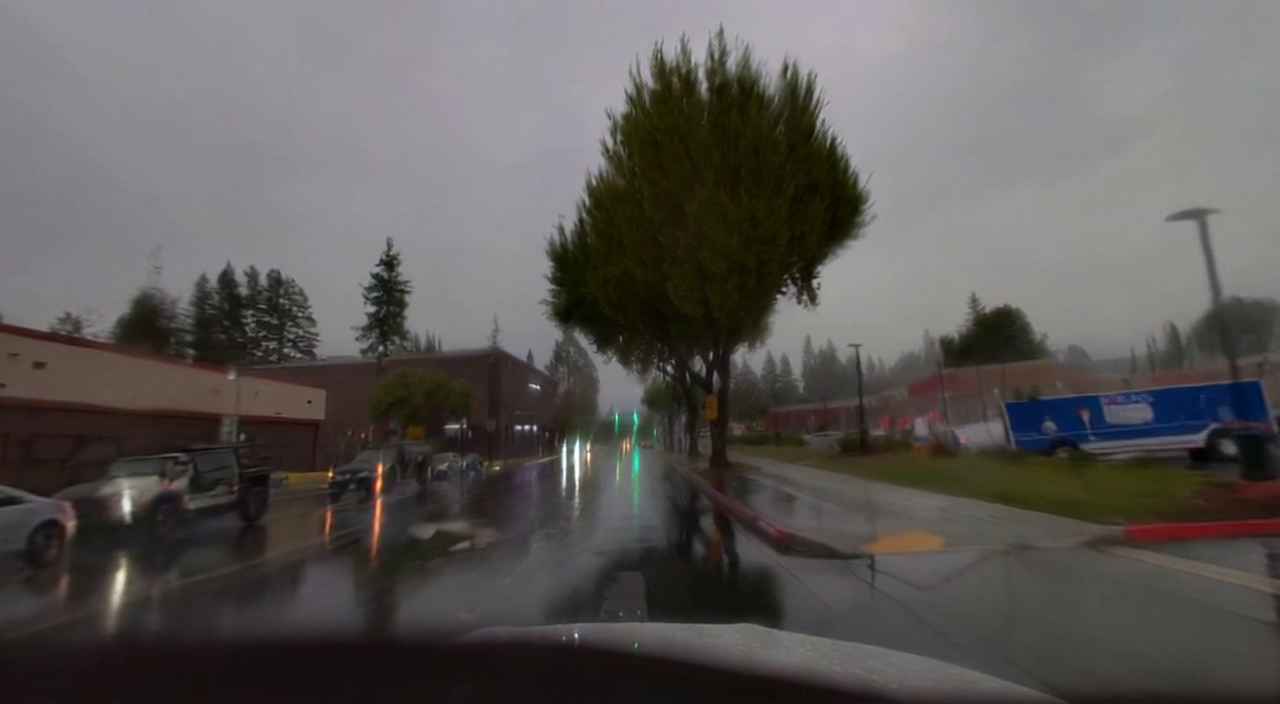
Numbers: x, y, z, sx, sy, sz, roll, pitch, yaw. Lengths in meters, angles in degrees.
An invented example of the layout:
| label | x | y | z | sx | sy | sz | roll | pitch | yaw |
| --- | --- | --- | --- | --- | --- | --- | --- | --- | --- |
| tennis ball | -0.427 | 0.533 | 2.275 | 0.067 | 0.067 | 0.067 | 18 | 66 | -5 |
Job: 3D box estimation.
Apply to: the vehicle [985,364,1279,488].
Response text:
| label | x | y | z | sx | sy | sz | roll | pitch | yaw |
| --- | --- | --- | --- | --- | --- | --- | --- | --- | --- |
| vehicle | 11.043 | 1.605 | 13.943 | 5.453 | 1.794 | 2.011 | -8 | -6 | -2 |

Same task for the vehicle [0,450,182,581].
| label | x | y | z | sx | sy | sz | roll | pitch | yaw |
| --- | --- | --- | --- | --- | --- | --- | --- | --- | --- |
| vehicle | -9.298 | 2.285 | 9.046 | 4.212 | 1.698 | 1.960 | 6 | -11 | -37 |

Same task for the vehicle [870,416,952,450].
| label | x | y | z | sx | sy | sz | roll | pitch | yaw |
| --- | --- | --- | --- | --- | --- | --- | --- | --- | --- |
| vehicle | 17.808 | 5.371 | 41.647 | 4.625 | 1.729 | 2.048 | -7 | -6 | 17 |
